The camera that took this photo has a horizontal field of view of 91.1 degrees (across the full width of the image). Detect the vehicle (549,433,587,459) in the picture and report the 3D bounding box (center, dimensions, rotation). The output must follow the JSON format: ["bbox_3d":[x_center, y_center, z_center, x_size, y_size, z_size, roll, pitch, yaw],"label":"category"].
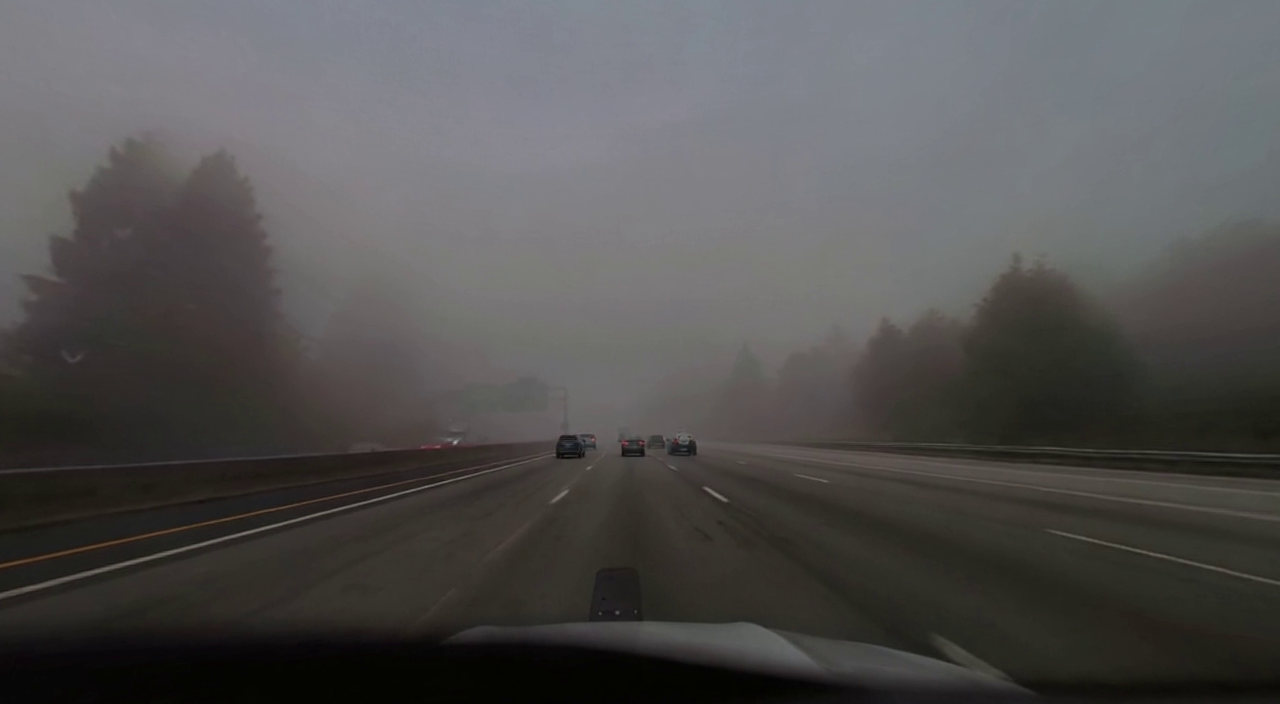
[{"bbox_3d":[-4.641,6.102,41.067,2.119,1.629,3.946,0,-8,-1],"label":"vehicle"}]

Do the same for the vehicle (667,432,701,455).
[{"bbox_3d":[3.260,6.876,47.320,2.066,1.673,4.225,0,-8,-2],"label":"vehicle"}]

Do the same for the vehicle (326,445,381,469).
[{"bbox_3d":[-19.377,7.077,42.666,1.834,1.452,4.223,0,-8,-1],"label":"vehicle"}]
